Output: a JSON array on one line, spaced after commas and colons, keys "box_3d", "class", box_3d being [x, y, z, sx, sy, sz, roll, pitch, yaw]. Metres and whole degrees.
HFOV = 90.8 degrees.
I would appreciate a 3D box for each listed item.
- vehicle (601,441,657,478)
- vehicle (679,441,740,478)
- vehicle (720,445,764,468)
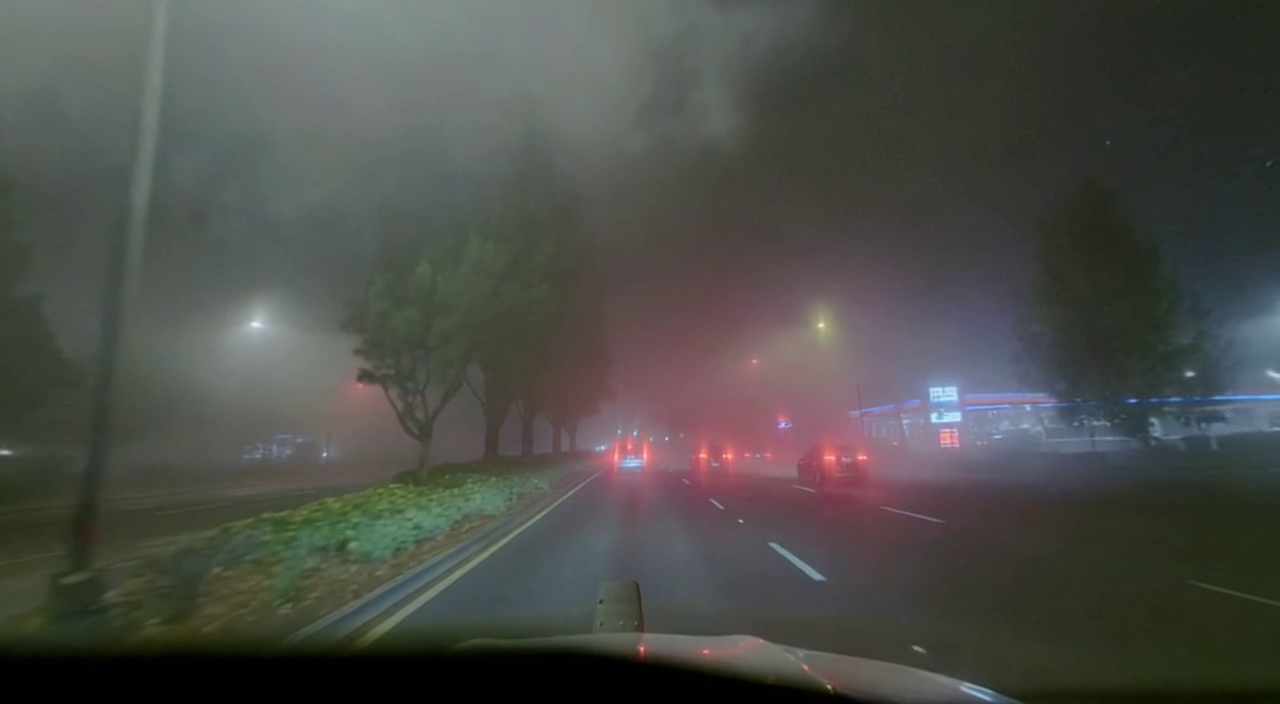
[{"box_3d": [-0.501, 4.670, 27.770, 2.242, 1.474, 4.127, 0, -8, -2], "class": "vehicle"}, {"box_3d": [3.030, 4.824, 28.644, 2.057, 1.491, 4.675, 0, -8, -2], "class": "vehicle"}, {"box_3d": [6.525, 6.706, 40.843, 2.068, 1.393, 3.874, 0, -8, -2], "class": "vehicle"}]
